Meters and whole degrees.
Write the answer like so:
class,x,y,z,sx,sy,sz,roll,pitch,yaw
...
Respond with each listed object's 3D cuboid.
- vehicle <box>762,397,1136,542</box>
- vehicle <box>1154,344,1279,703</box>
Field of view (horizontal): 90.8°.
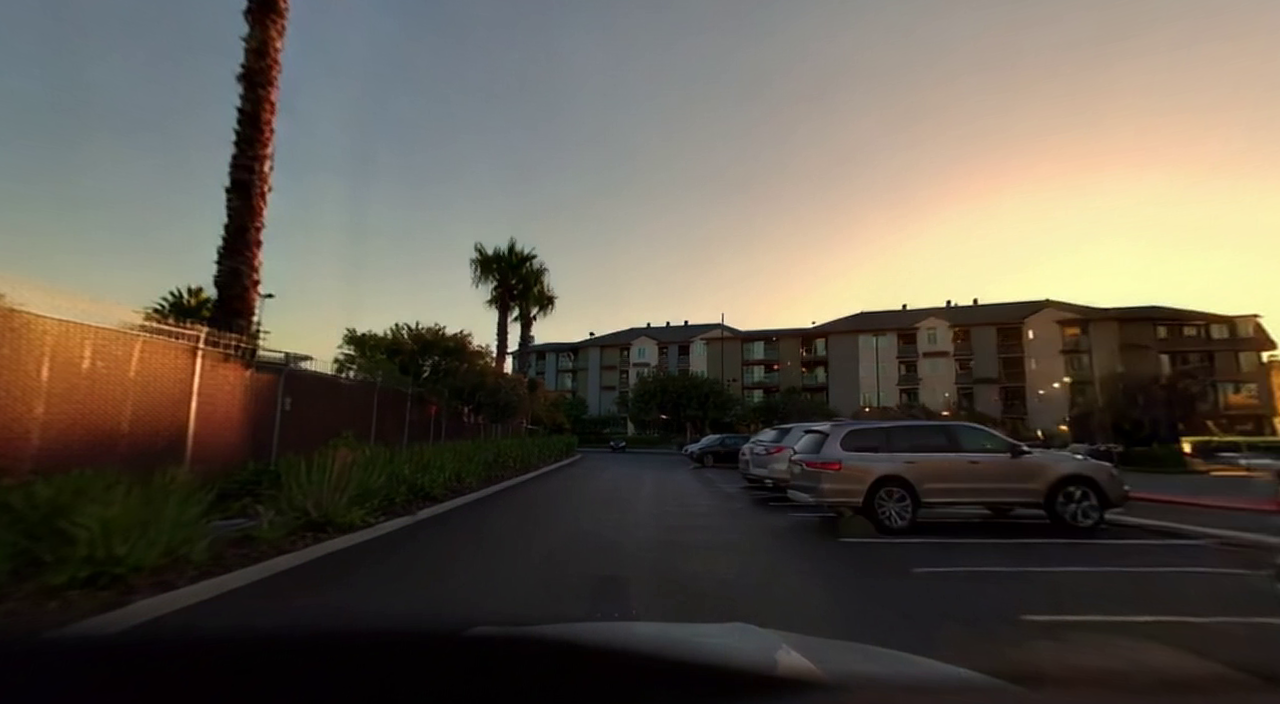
class,x,y,z,sx,sy,sz,roll,pitch,yaw
vehicle,5.246,2.047,11.497,5.639,2.033,2.172,3,-7,3
vehicle,5.975,0.849,2.988,5.381,1.826,2.047,1,-9,-4
